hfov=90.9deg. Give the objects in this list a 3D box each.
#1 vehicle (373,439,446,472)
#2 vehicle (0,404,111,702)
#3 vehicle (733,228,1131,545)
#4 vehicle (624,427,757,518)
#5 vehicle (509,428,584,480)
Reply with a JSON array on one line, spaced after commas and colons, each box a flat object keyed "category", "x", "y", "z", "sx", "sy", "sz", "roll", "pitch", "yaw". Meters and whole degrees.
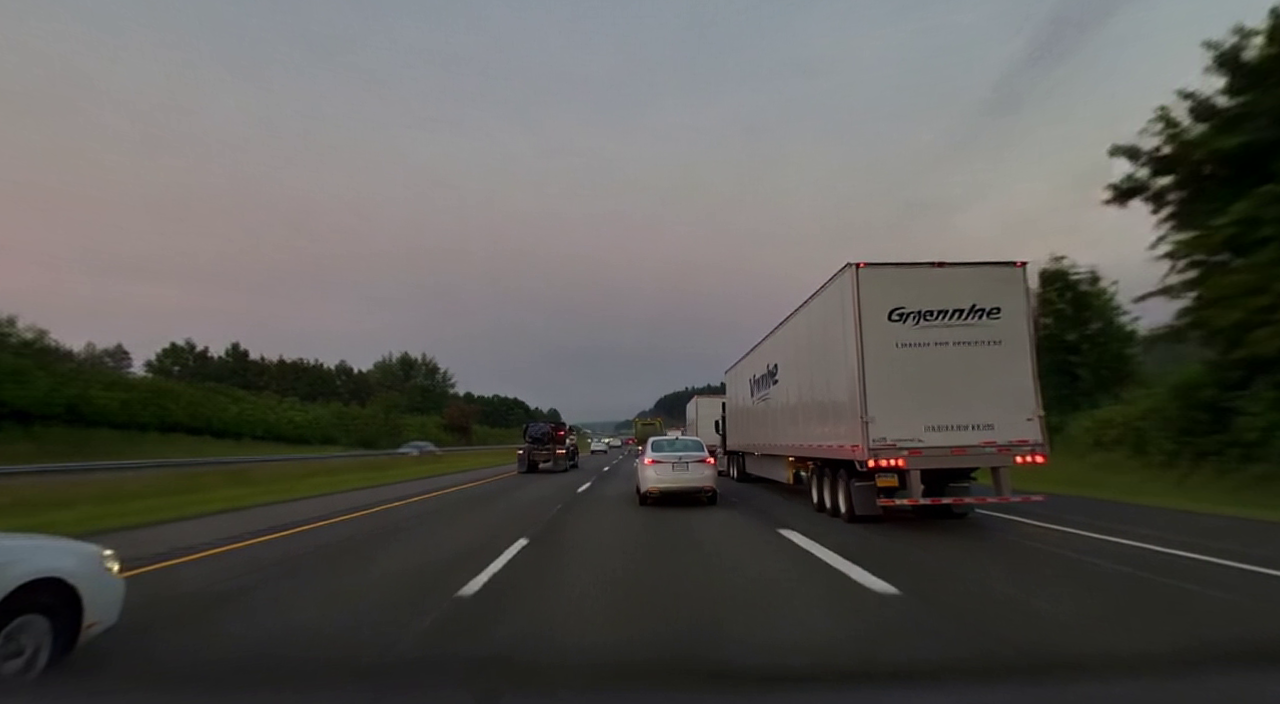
[{"category": "vehicle", "x": -10.950, "y": 4.933, "z": 30.241, "sx": 2.028, "sy": 1.444, "sz": 3.571, "roll": 0, "pitch": -8, "yaw": 2}, {"category": "vehicle", "x": -4.284, "y": 0.775, "z": 1.428, "sx": 2.100, "sy": 1.491, "sz": 4.676, "roll": 0, "pitch": -8, "yaw": 0}, {"category": "vehicle", "x": 4.707, "y": 1.338, "z": 15.233, "sx": 2.883, "sy": 4.070, "sz": 14.423, "roll": 0, "pitch": -8, "yaw": 0}, {"category": "vehicle", "x": 0.826, "y": 2.299, "z": 12.656, "sx": 2.200, "sy": 1.495, "sz": 4.282, "roll": 0, "pitch": -8, "yaw": 0}, {"category": "vehicle", "x": -3.317, "y": 3.700, "z": 23.286, "sx": 2.006, "sy": 1.729, "sz": 4.447, "roll": 0, "pitch": -8, "yaw": 1}]
